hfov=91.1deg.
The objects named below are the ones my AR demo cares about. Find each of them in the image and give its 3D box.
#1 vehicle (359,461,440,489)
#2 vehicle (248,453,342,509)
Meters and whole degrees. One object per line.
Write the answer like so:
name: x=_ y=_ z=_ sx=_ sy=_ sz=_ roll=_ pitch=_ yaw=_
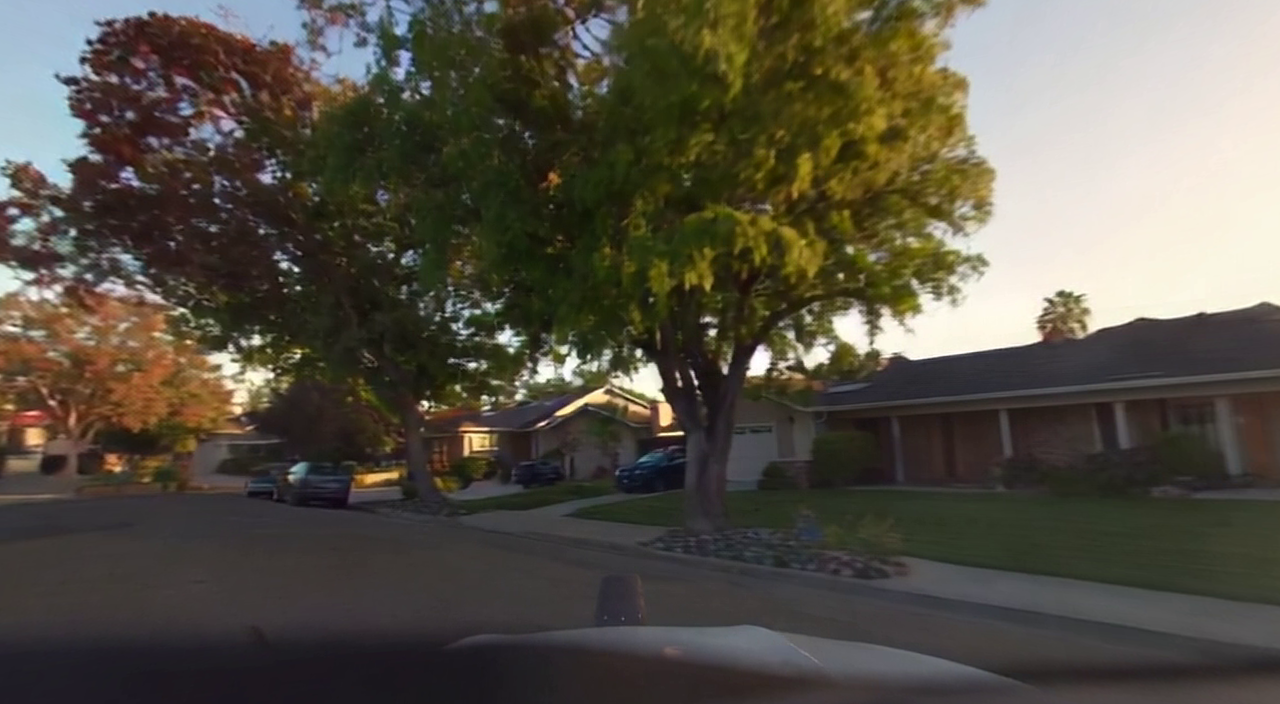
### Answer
vehicle: x=-14.662 y=7.500 z=38.381 sx=4.457 sy=1.510 sz=1.762 roll=4 pitch=-9 yaw=-23
vehicle: x=-12.867 y=4.677 z=23.275 sx=2.163 sy=1.760 sz=4.591 roll=7 pitch=-11 yaw=-38
